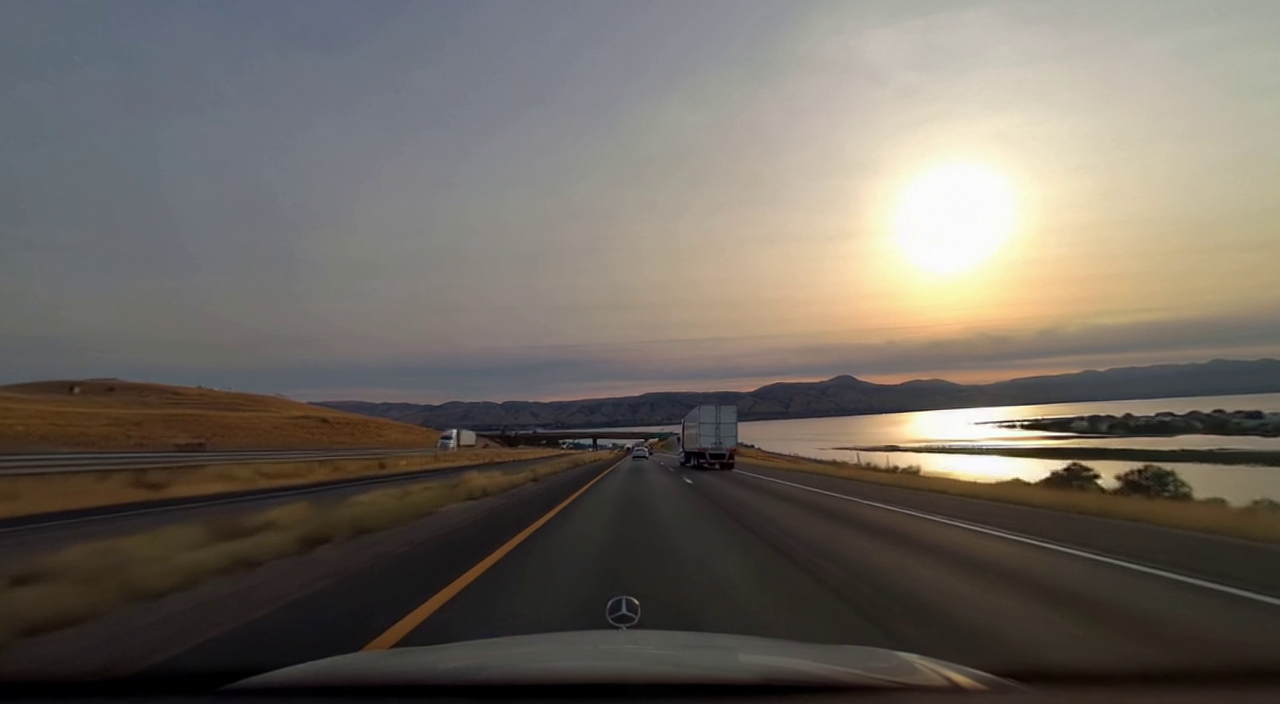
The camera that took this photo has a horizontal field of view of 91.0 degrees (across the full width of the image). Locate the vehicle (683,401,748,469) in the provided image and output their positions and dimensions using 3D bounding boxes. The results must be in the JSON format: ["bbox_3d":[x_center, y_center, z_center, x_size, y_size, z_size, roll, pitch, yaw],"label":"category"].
[{"bbox_3d":[4.953,5.968,44.253,3.035,4.005,13.454,0,-9,1],"label":"vehicle"}]
